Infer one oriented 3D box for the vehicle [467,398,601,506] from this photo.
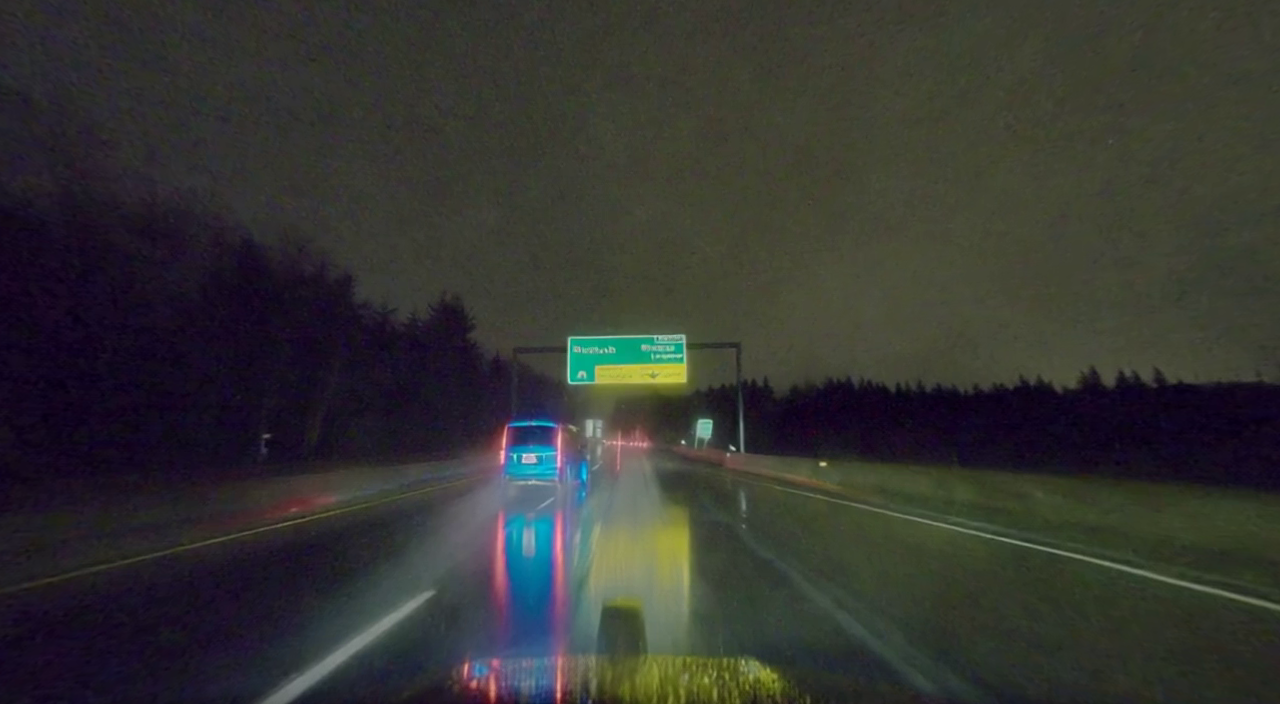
[{"bbox_3d":[-2.291,2.364,15.247,2.248,2.154,4.892,0,-8,2],"label":"vehicle"}]
